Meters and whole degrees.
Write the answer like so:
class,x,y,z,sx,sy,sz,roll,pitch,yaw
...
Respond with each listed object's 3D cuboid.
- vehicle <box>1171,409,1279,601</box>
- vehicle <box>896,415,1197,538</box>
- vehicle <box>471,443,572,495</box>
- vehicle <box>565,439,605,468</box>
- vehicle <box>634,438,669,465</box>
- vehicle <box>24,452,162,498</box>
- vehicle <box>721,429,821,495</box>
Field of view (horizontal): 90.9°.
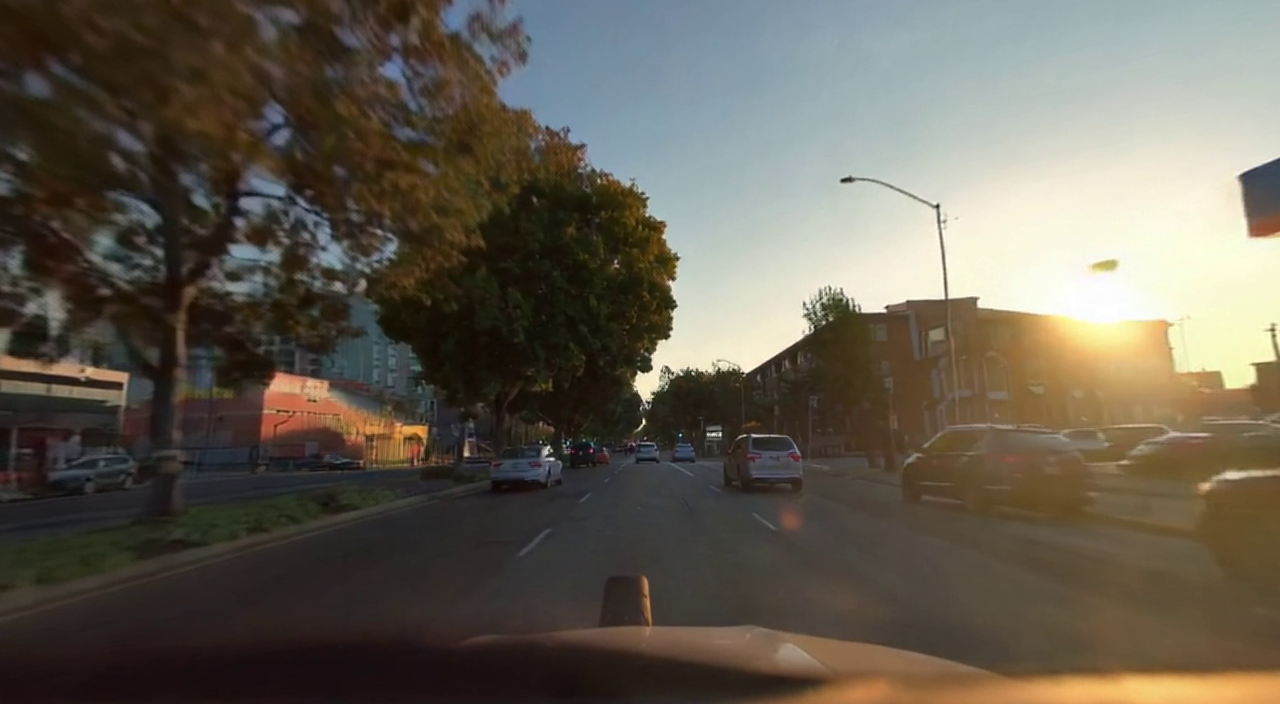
class,x,y,z,sx,sy,sz,roll,pitch,yaw
vehicle,6.884,1.183,4.367,2.417,1.736,5.043,-1,-9,7
vehicle,7.102,2.212,11.983,2.189,1.783,5.122,1,-8,-2
vehicle,-3.349,3.383,18.726,2.013,1.354,4.393,0,-8,2
vehicle,-3.241,6.093,37.976,1.988,1.645,3.995,0,-8,1
vehicle,0.728,6.559,41.552,2.192,1.674,4.124,0,-8,0
vehicle,-22.195,4.948,25.835,1.821,1.645,4.211,0,-8,1
vehicle,3.765,3.255,19.055,1.980,1.709,4.813,0,-8,0
